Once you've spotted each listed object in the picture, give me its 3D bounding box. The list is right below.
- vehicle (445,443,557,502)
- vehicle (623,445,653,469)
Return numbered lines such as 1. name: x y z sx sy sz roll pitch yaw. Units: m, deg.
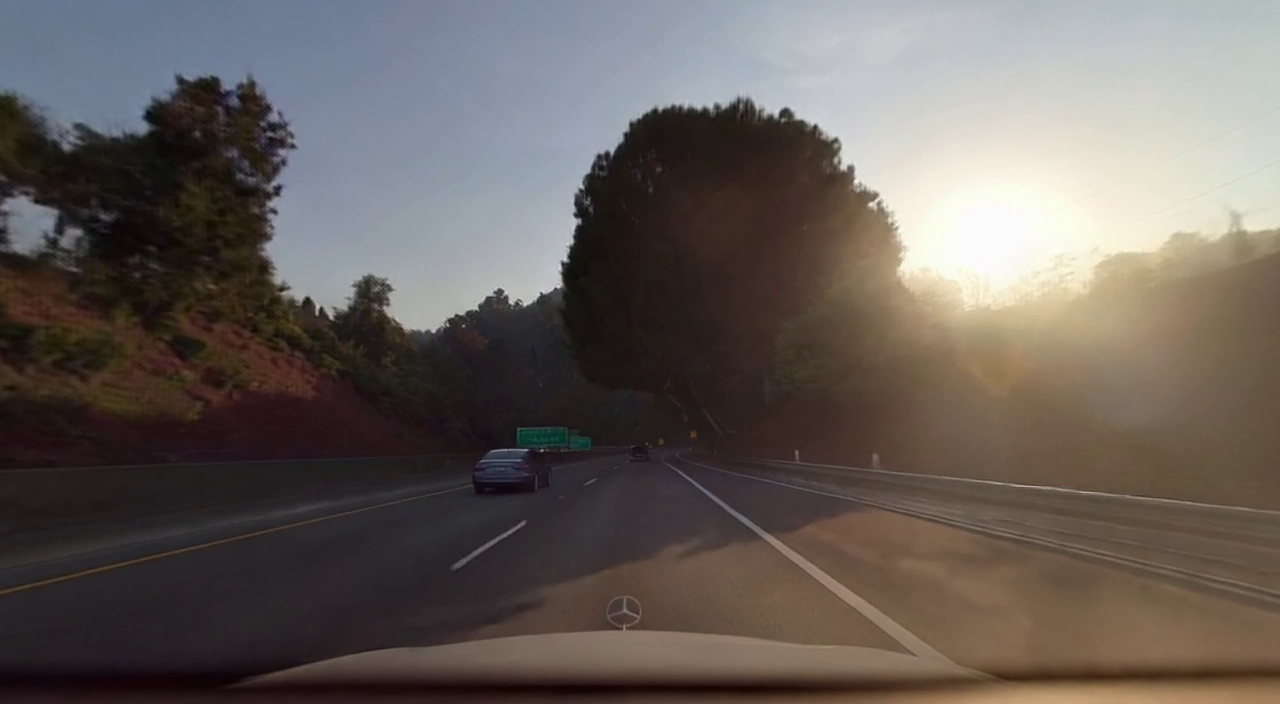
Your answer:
1. vehicle: -3.850 3.437 18.415 2.157 1.483 4.601 0 -9 1
2. vehicle: -0.098 7.225 43.434 2.011 1.590 3.607 0 -9 1
